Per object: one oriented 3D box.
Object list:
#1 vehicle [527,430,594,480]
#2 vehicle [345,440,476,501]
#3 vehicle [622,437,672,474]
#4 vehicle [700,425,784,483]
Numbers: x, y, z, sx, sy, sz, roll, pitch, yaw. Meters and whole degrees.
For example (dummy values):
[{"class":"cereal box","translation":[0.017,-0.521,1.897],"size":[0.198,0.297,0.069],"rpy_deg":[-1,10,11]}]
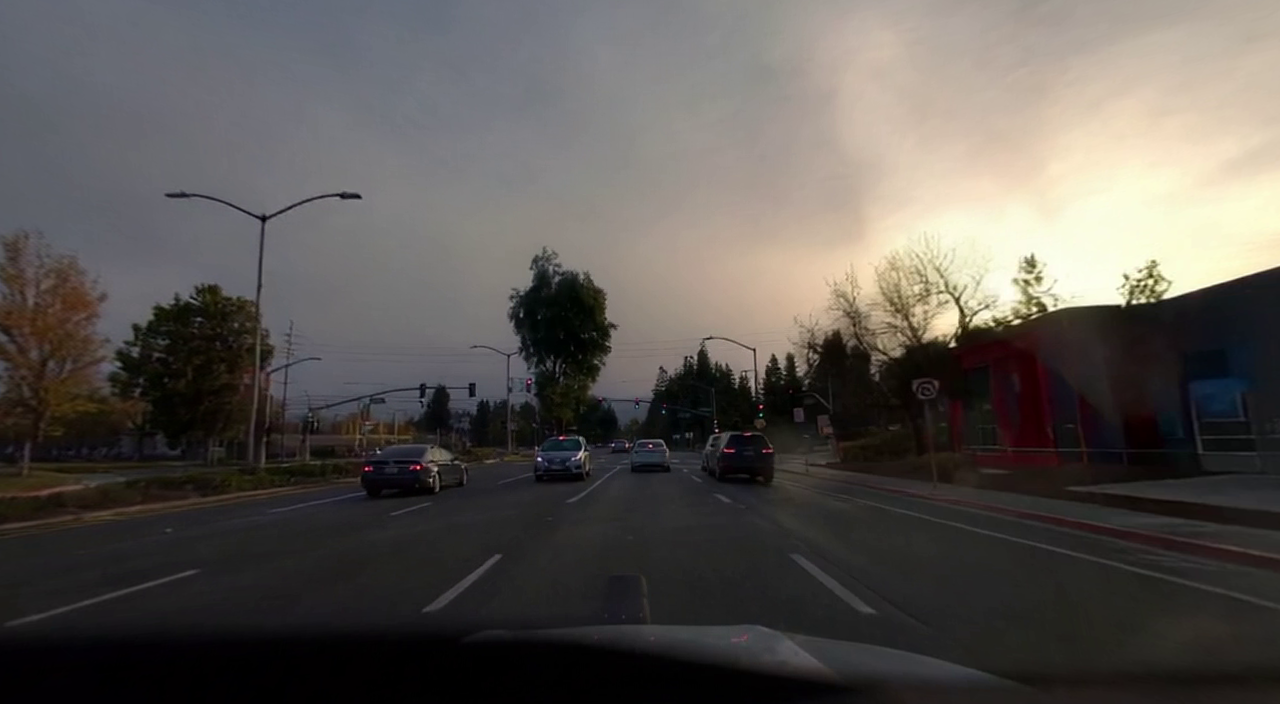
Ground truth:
[{"class":"vehicle","translation":[-2.931,3.916,24.087],"size":[1.912,1.703,4.261],"rpy_deg":[0,-8,2]},{"class":"vehicle","translation":[-6.233,3.240,17.736],"size":[1.926,1.465,4.620],"rpy_deg":[0,-8,0]},{"class":"vehicle","translation":[0.278,4.415,27.066],"size":[2.021,1.461,3.862],"rpy_deg":[0,-8,0]},{"class":"vehicle","translation":[3.484,3.599,22.432],"size":[2.141,1.833,4.704],"rpy_deg":[0,-8,-1]}]
